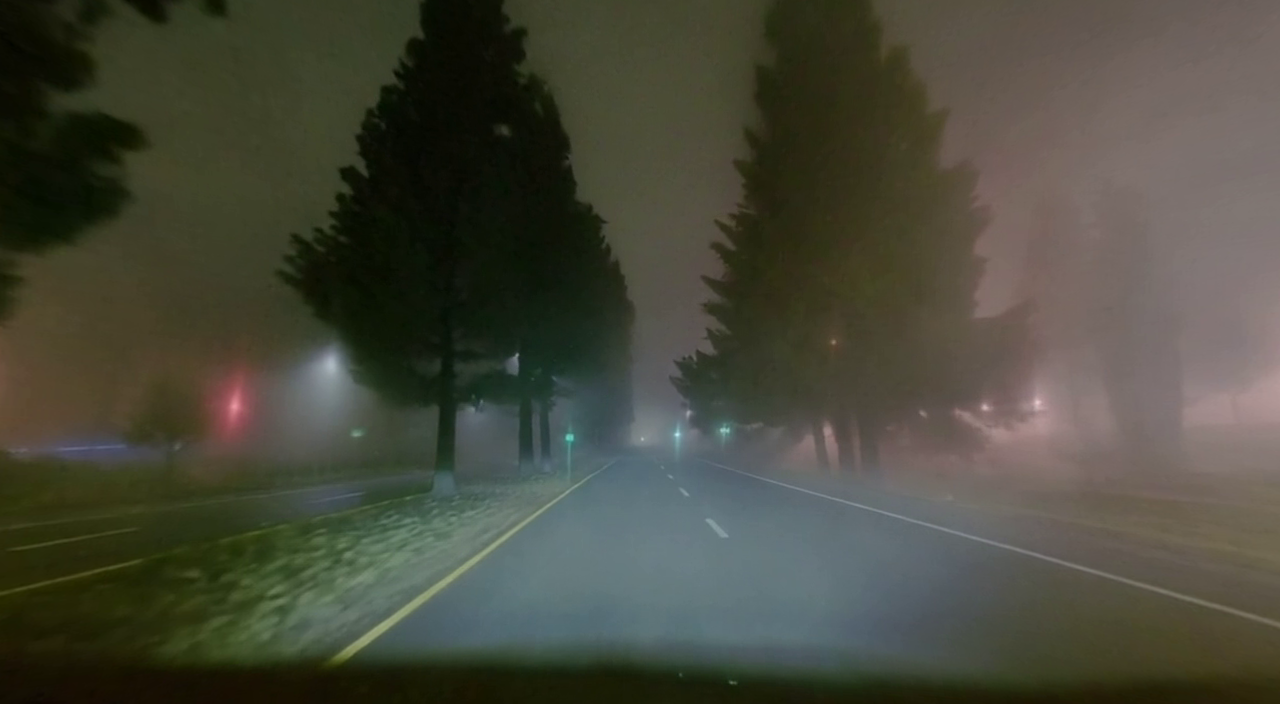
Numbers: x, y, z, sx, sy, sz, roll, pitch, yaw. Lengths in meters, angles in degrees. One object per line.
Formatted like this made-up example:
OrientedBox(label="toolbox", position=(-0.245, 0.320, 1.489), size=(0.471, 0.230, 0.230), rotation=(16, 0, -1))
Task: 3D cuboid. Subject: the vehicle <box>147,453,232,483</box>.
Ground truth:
OrientedBox(label="vehicle", position=(-26.172, 6.710, 36.871), size=(1.732, 1.405, 4.457), rotation=(-4, -8, 0))
